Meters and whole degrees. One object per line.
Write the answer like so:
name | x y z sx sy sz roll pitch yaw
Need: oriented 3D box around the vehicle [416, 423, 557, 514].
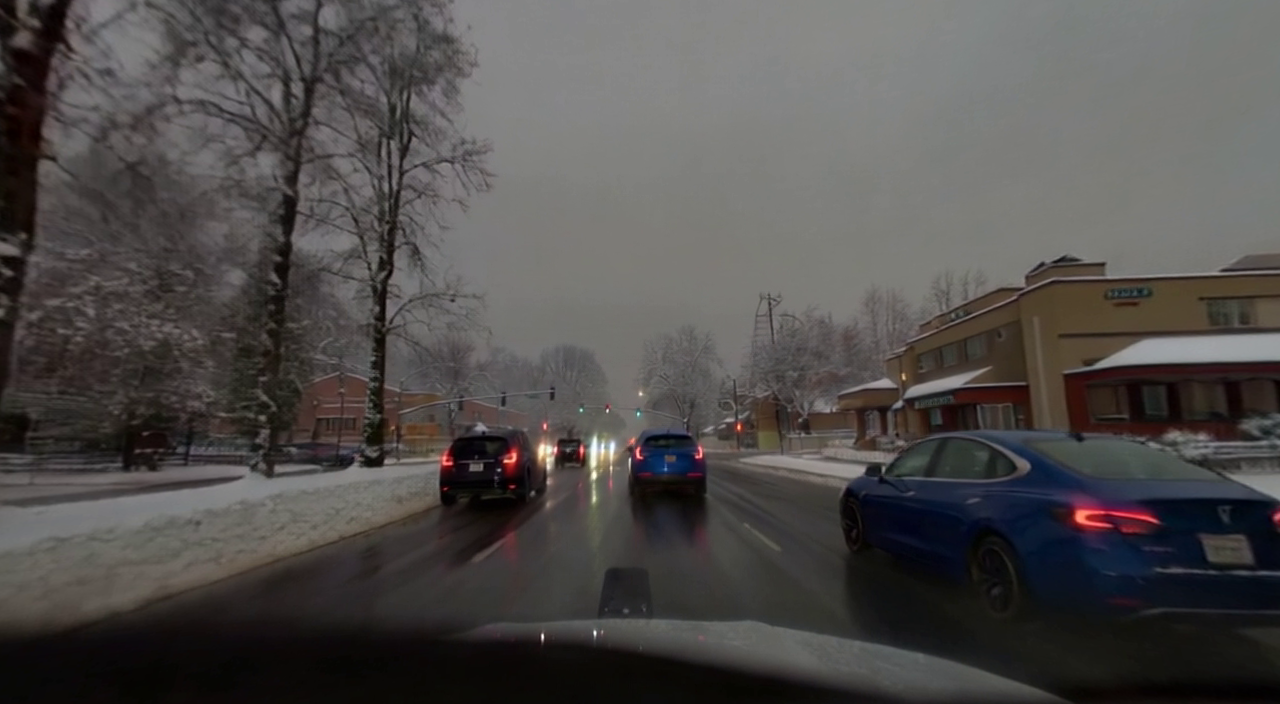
vehicle | -3.186 2.532 14.213 2.043 1.687 4.676 0 -8 0

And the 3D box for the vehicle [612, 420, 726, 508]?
vehicle | 0.526 2.555 14.846 2.280 1.747 4.361 0 -8 -1

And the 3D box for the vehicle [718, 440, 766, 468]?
vehicle | 5.752 5.823 36.118 2.010 1.486 4.498 0 -8 0

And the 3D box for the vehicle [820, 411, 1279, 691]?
vehicle | 3.399 1.410 5.777 2.017 1.491 4.611 0 -8 -2

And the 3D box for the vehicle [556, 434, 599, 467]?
vehicle | -3.460 5.545 35.704 2.014 1.755 4.360 0 -8 0
